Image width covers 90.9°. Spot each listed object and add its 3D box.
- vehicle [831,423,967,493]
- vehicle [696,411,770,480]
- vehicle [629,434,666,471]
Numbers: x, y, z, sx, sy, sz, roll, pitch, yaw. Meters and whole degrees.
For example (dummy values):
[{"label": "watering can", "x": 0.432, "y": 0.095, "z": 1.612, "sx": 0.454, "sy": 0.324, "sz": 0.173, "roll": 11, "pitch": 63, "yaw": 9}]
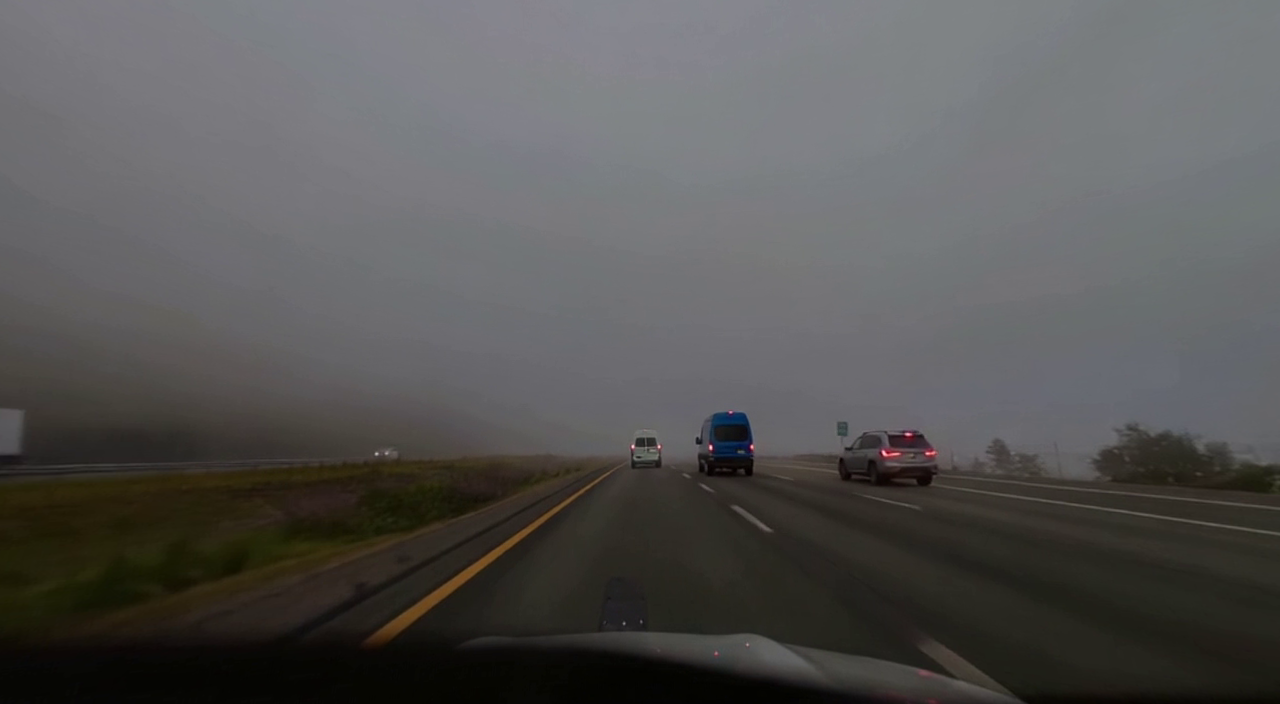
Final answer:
[{"label": "vehicle", "x": 7.973, "y": 3.326, "z": 20.084, "sx": 2.240, "sy": 1.925, "sz": 4.854, "roll": 0, "pitch": -8, "yaw": 0}, {"label": "vehicle", "x": 3.898, "y": 4.083, "z": 27.643, "sx": 2.302, "sy": 2.670, "sz": 6.176, "roll": 0, "pitch": -8, "yaw": 0}, {"label": "vehicle", "x": 0.436, "y": 6.202, "z": 39.177, "sx": 2.131, "sy": 2.122, "sz": 4.473, "roll": 0, "pitch": -8, "yaw": 0}]
